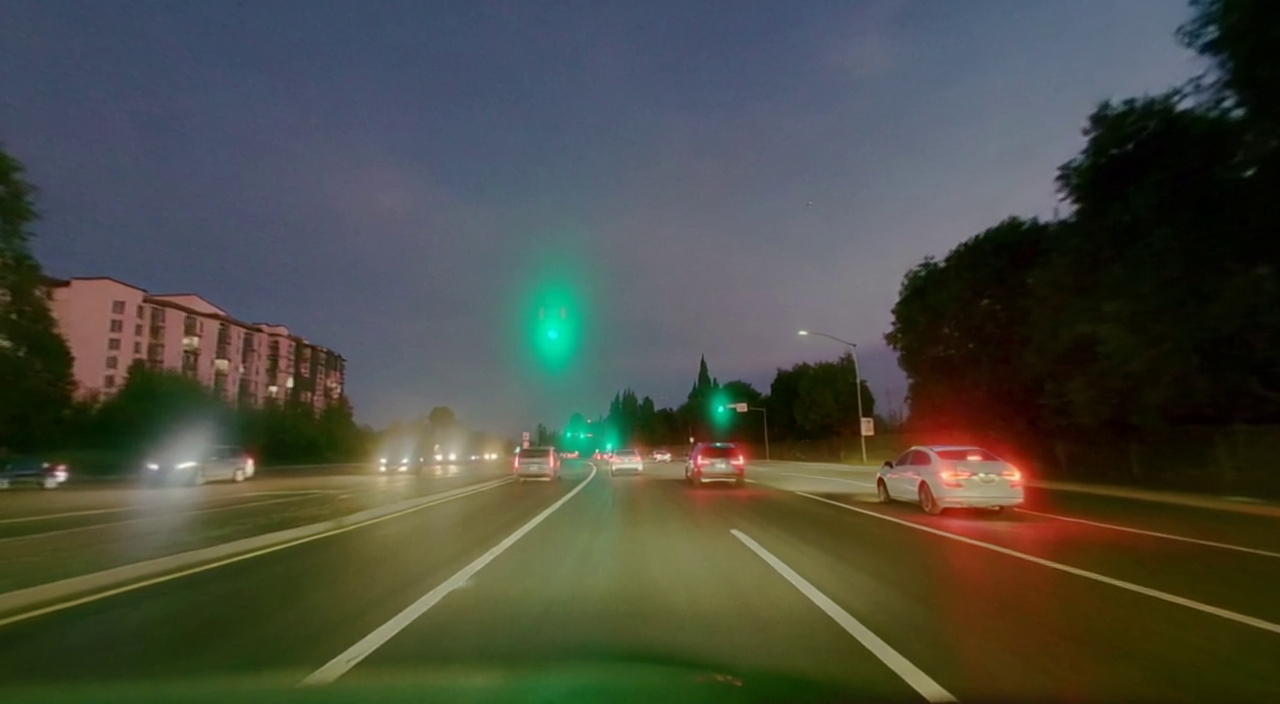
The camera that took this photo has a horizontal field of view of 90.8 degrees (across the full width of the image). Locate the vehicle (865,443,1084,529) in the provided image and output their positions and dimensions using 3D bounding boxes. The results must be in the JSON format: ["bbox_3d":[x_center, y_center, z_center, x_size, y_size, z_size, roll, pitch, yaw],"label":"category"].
[{"bbox_3d":[6.404,2.577,12.820,1.945,1.408,4.288,0,-9,-3],"label":"vehicle"}]

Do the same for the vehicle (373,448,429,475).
[{"bbox_3d":[-15.709,7.173,41.774,1.970,1.650,4.507,0,-9,-1],"label":"vehicle"}]

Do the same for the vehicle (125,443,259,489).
[{"bbox_3d":[-18.874,4.797,26.961,2.241,1.732,4.747,0,-9,0],"label":"vehicle"}]

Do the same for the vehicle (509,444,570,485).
[{"bbox_3d":[-4.401,4.984,28.335,2.172,1.671,4.175,0,-9,-1],"label":"vehicle"}]

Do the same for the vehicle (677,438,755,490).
[{"bbox_3d":[2.689,4.110,23.495,2.161,1.716,4.194,0,-9,-3],"label":"vehicle"}]

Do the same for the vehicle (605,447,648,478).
[{"bbox_3d":[-0.792,5.858,33.832,2.155,1.486,4.403,0,-9,-3],"label":"vehicle"}]
